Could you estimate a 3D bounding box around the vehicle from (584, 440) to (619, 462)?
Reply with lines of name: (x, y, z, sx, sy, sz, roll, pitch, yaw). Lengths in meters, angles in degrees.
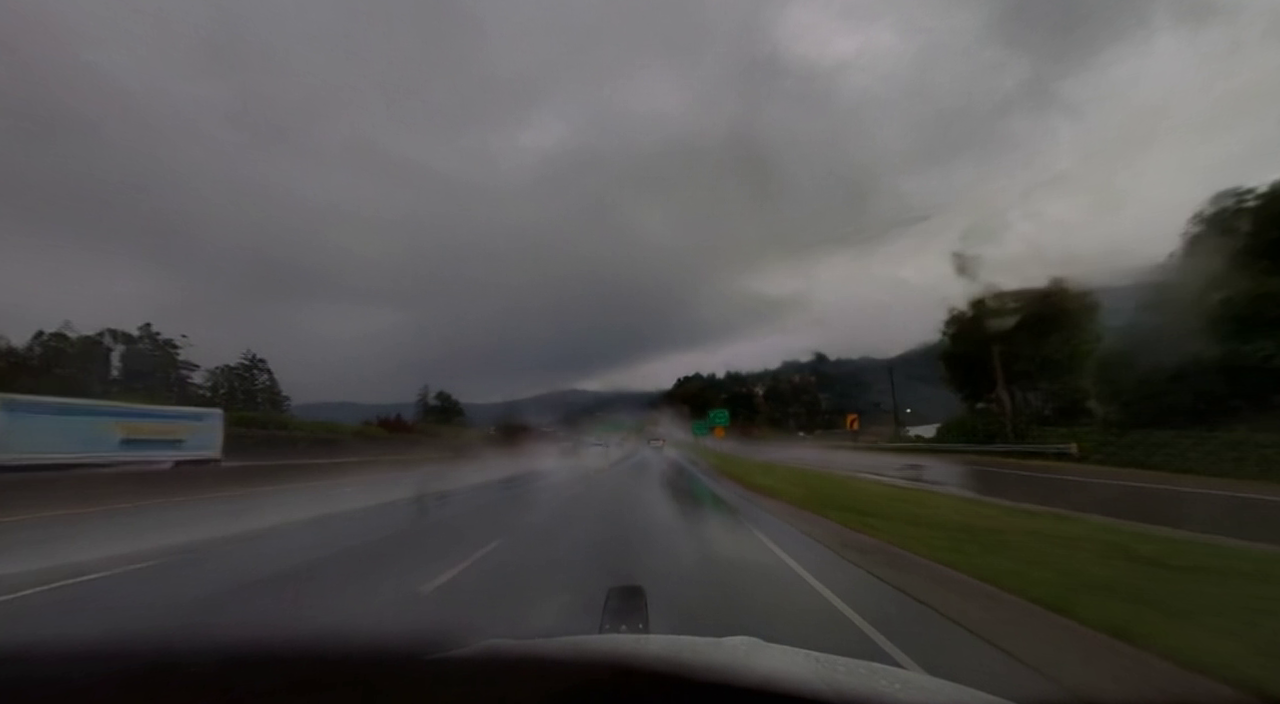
vehicle: (-2.637, 6.945, 44.348, 2.112, 1.489, 4.266, 0, -8, 1)

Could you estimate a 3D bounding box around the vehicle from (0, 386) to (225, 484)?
vehicle: (-27.118, 4.299, 32.120, 2.800, 3.932, 13.284, 0, -8, 1)
